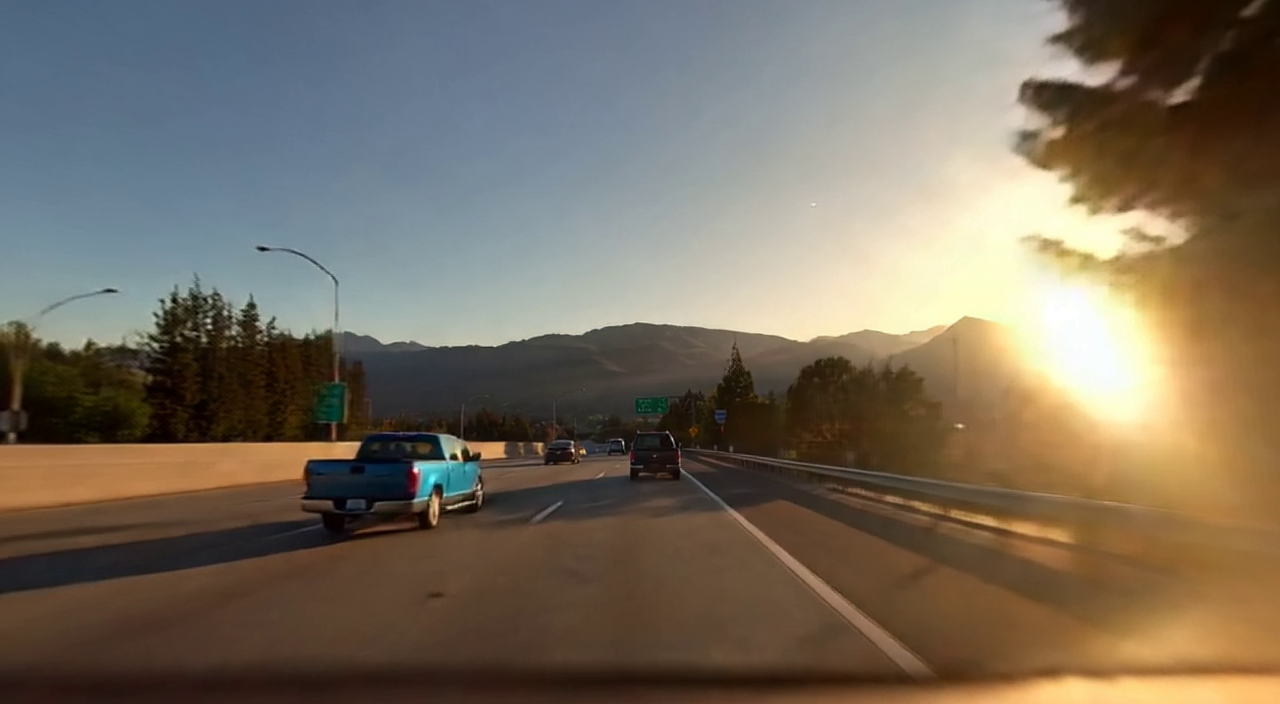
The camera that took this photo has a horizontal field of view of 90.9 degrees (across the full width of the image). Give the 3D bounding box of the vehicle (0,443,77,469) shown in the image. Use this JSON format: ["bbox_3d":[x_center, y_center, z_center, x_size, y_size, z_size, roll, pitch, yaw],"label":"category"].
[{"bbox_3d":[-36.643,6.164,37.431,1.881,1.460,5.049,-2,-8,0],"label":"vehicle"}]

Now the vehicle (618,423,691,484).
[{"bbox_3d":[0.477,3.489,21.894,2.229,1.837,5.387,0,-8,1],"label":"vehicle"}]

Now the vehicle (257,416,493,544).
[{"bbox_3d":[-3.844,1.928,10.087,1.959,1.604,4.065,0,-8,0],"label":"vehicle"}]

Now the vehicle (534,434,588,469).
[{"bbox_3d":[-3.904,4.984,31.763,2.106,1.651,4.040,0,-8,1],"label":"vehicle"}]
